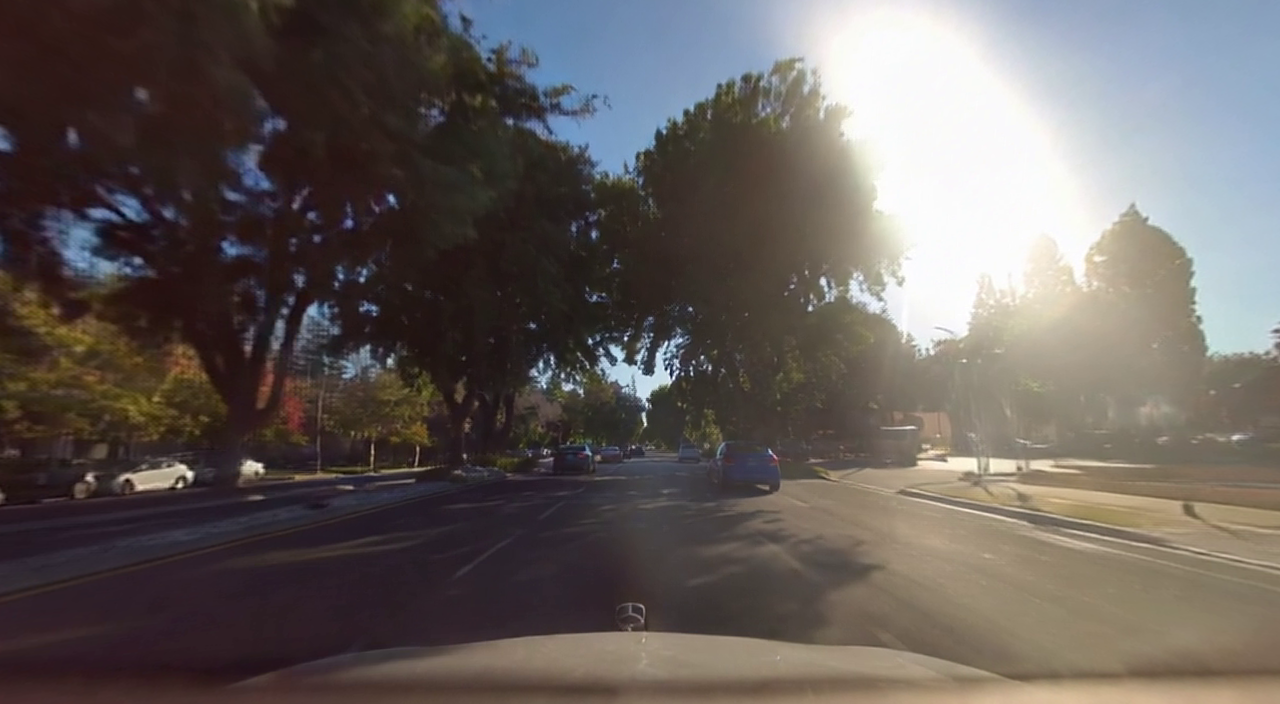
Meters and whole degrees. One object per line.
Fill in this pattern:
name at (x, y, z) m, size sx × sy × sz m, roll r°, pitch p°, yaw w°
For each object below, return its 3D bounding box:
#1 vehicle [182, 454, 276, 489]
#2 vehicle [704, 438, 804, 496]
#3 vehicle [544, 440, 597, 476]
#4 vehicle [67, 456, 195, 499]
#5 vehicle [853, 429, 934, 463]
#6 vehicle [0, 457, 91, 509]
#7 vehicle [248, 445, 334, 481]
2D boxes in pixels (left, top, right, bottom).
vehicle at (-22.248, 6.439, 34.371) m, size 1.887 × 1.669 × 4.753 m, roll -1°, pitch -8°, yaw 1°
vehicle at (3.191, 3.334, 18.645) m, size 2.083 × 1.474 × 4.360 m, roll 0°, pitch -8°, yaw -1°
vehicle at (-3.348, 5.239, 31.296) m, size 2.113 × 1.626 × 4.129 m, roll -1°, pitch -8°, yaw 1°
vehicle at (-22.408, 5.503, 28.026) m, size 1.794 × 1.664 × 4.582 m, roll -1°, pitch -8°, yaw 1°
vehicle at (16.822, 6.308, 42.243) m, size 2.160 × 2.093 × 5.795 m, roll 1°, pitch -9°, yaw -10°
vehicle at (-22.528, 4.619, 22.332) m, size 1.918 × 1.698 × 4.581 m, roll -1°, pitch -8°, yaw 1°
vehicle at (-22.251, 7.085, 40.521) m, size 2.255 × 2.117 × 5.319 m, roll -1°, pitch -8°, yaw 2°
